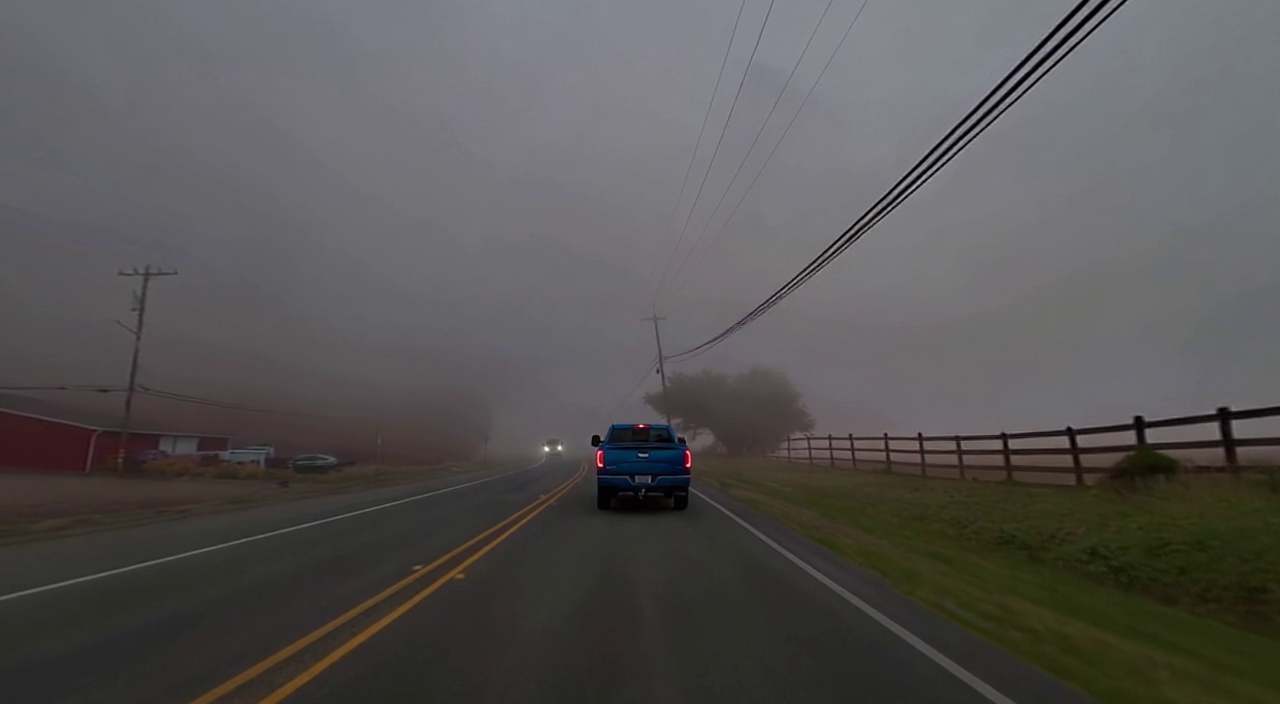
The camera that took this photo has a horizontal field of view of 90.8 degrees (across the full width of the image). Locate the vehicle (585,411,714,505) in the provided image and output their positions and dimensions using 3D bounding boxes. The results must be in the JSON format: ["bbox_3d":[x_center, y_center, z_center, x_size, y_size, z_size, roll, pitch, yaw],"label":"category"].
[{"bbox_3d":[0.078,2.693,16.442,2.693,1.941,6.356,0,-8,-2],"label":"vehicle"}]
